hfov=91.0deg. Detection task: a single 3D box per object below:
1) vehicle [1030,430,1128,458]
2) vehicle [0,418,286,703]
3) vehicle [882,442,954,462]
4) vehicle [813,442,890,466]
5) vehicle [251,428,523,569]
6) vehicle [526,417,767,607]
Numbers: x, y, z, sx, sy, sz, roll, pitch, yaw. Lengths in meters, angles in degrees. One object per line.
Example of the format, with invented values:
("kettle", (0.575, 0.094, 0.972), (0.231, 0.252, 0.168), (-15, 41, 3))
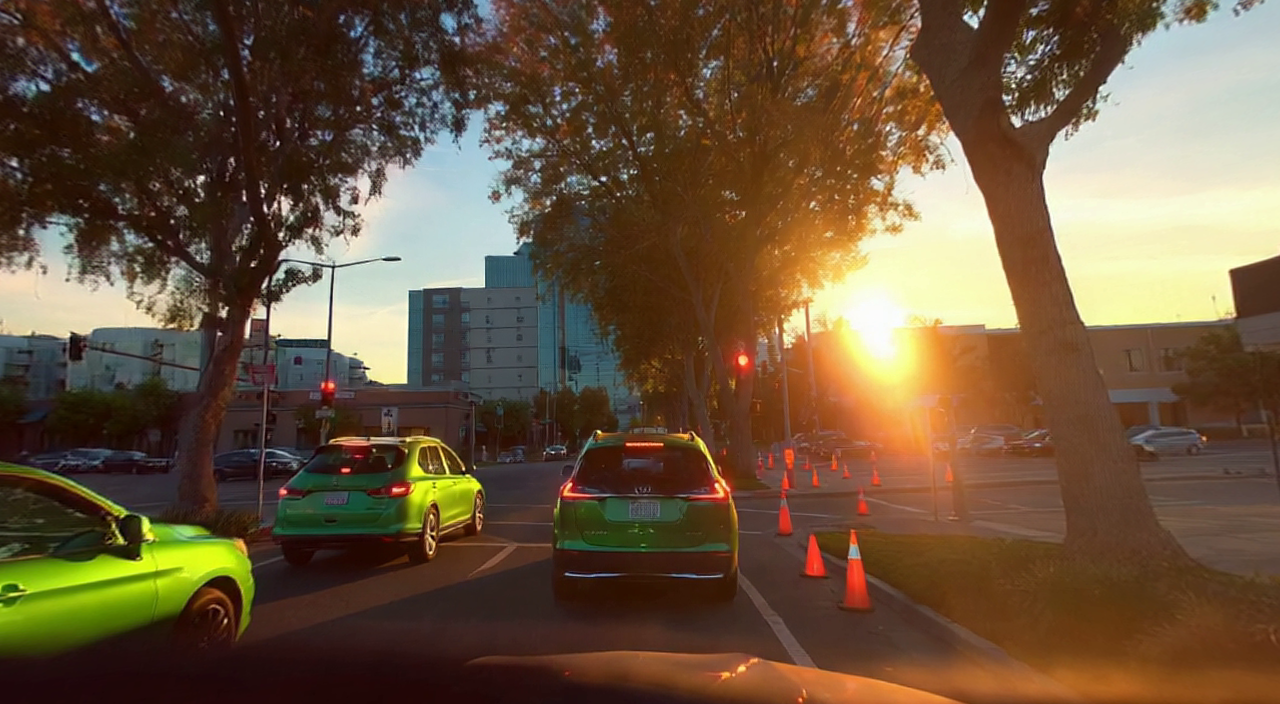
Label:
("vehicle", (28.275, 5.947, 40.659), (4.805, 1.688, 1.923), (0, -9, 1))
("vehicle", (-3.604, 0.953, 2.143), (1.964, 1.497, 4.722), (0, -9, 1))
("vehicle", (20.837, 7.507, 47.315), (4.581, 1.480, 1.752), (0, -9, 0))
("vehicle", (13.759, 6.664, 41.172), (4.463, 1.482, 1.808), (-1, -9, 9))
("vehicle", (-3.290, 2.000, 9.447), (1.989, 1.541, 4.626), (0, -9, 2))
("vehicle", (0.096, 1.626, 7.207), (2.021, 1.560, 3.676), (0, -9, 1))
